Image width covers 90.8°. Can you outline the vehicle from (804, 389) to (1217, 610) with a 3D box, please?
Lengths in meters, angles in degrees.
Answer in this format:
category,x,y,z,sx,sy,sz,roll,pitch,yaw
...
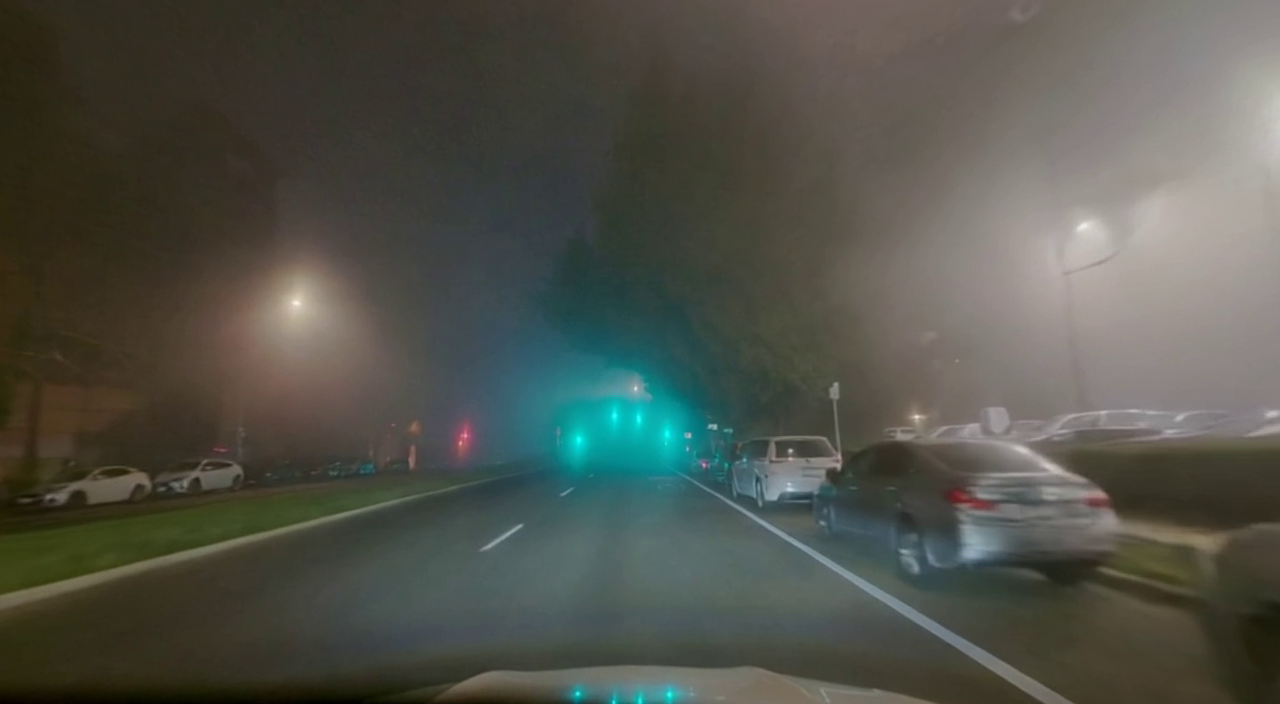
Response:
category,x,y,z,sx,sy,sz,roll,pitch,yaw
vehicle,3.508,1.485,7.314,1.874,1.707,4.637,0,-8,-1

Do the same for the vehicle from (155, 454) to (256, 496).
category,x,y,z,sx,sy,sz,roll,pitch,yaw
vehicle,-18.195,5.147,26.671,1.760,1.566,3.664,0,-8,-3

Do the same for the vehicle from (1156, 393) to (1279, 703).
category,x,y,z,sx,sy,sz,roll,pitch,yaw
vehicle,3.386,0.647,0.577,2.035,1.483,4.503,0,-8,0

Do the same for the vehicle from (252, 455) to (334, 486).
category,x,y,z,sx,sy,sz,roll,pitch,yaw
vehicle,-18.405,6.290,33.783,1.900,1.427,4.398,0,-8,0

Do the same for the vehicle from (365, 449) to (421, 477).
category,x,y,z,sx,sy,sz,roll,pitch,yaw
vehicle,-14.769,6.647,38.006,1.812,1.544,3.832,0,-8,-1

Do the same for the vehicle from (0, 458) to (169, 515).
category,x,y,z,sx,sy,sz,roll,pitch,yaw
vehicle,-18.089,4.296,20.657,1.958,1.534,4.428,0,-8,-1
